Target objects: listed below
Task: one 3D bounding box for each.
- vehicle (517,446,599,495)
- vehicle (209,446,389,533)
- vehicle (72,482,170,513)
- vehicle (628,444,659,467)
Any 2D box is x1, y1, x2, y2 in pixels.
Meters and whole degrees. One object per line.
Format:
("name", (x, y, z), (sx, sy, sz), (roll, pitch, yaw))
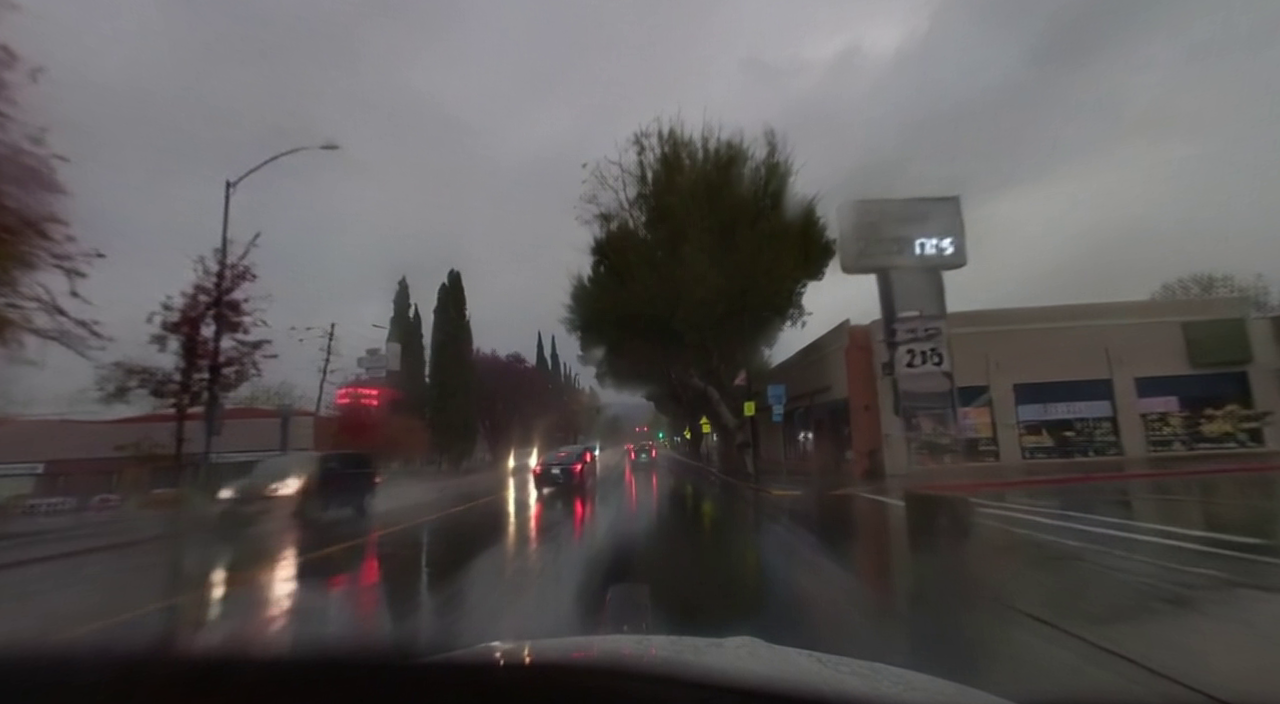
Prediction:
("vehicle", (-2.567, 3.839, 20.948), (2.099, 1.424, 4.609), (0, -8, 0))
("vehicle", (-8.507, 3.391, 16.354), (1.995, 1.880, 4.703), (0, -8, 0))
("vehicle", (-34.634, 9.731, 42.141), (4.558, 1.819, 2.094), (1, -10, 0))
("vehicle", (0.178, 6.977, 42.806), (2.020, 1.478, 3.922), (0, -8, -1))
